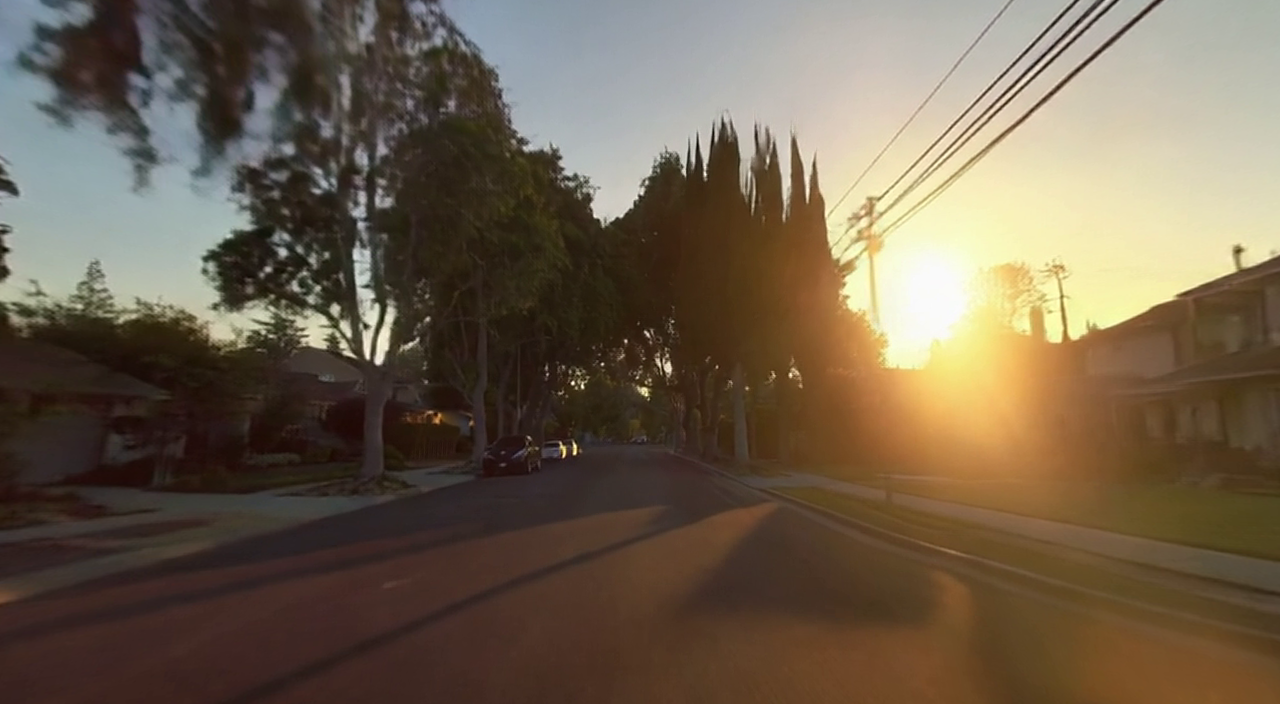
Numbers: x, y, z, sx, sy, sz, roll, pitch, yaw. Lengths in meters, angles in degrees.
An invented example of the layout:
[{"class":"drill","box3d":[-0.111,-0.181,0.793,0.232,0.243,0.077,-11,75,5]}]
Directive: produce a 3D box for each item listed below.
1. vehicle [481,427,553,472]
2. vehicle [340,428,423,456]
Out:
[{"class":"vehicle","box3d":[-5.585,4.541,29.615,2.341,1.886,5.684,0,-8,-1]},{"class":"vehicle","box3d":[-16.917,5.914,41.512,4.546,1.791,1.992,0,-9,-1]}]
